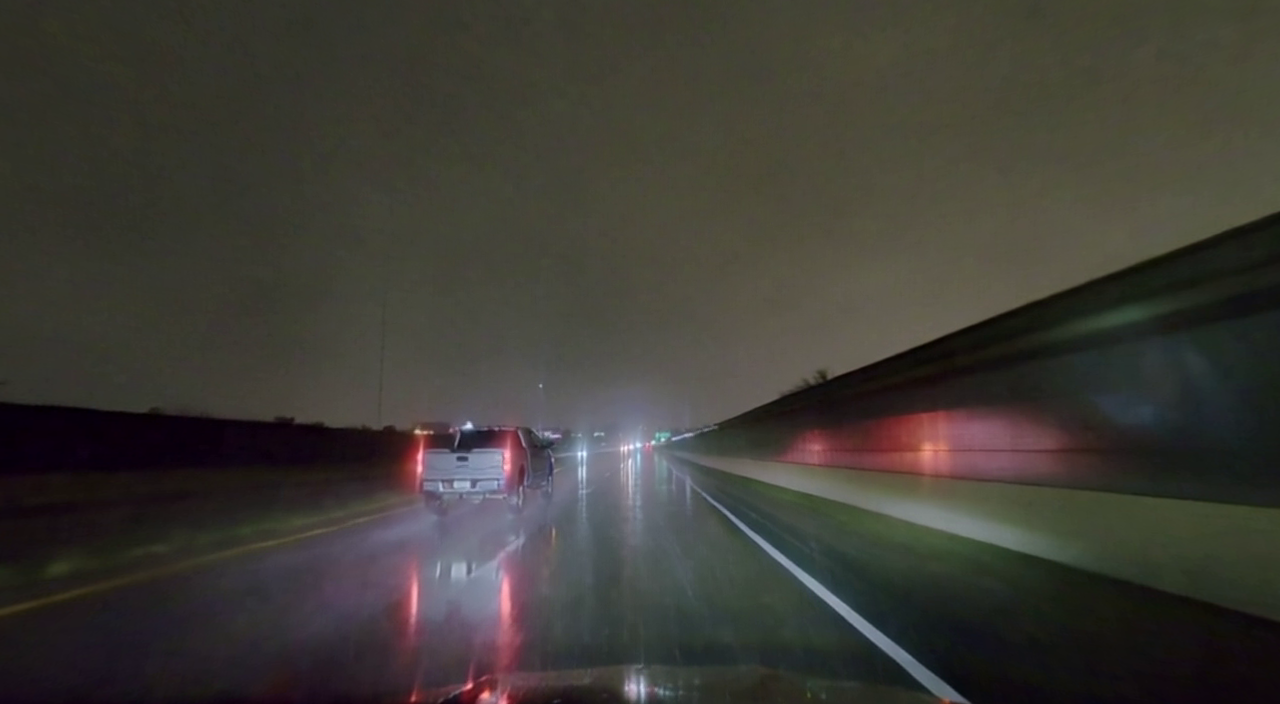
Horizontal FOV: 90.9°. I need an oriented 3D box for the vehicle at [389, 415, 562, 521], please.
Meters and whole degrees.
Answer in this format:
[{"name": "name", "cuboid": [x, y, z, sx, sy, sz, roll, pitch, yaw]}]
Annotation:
[{"name": "vehicle", "cuboid": [-3.386, 2.554, 14.455, 2.350, 1.932, 5.562, -1, -9, 1]}]
